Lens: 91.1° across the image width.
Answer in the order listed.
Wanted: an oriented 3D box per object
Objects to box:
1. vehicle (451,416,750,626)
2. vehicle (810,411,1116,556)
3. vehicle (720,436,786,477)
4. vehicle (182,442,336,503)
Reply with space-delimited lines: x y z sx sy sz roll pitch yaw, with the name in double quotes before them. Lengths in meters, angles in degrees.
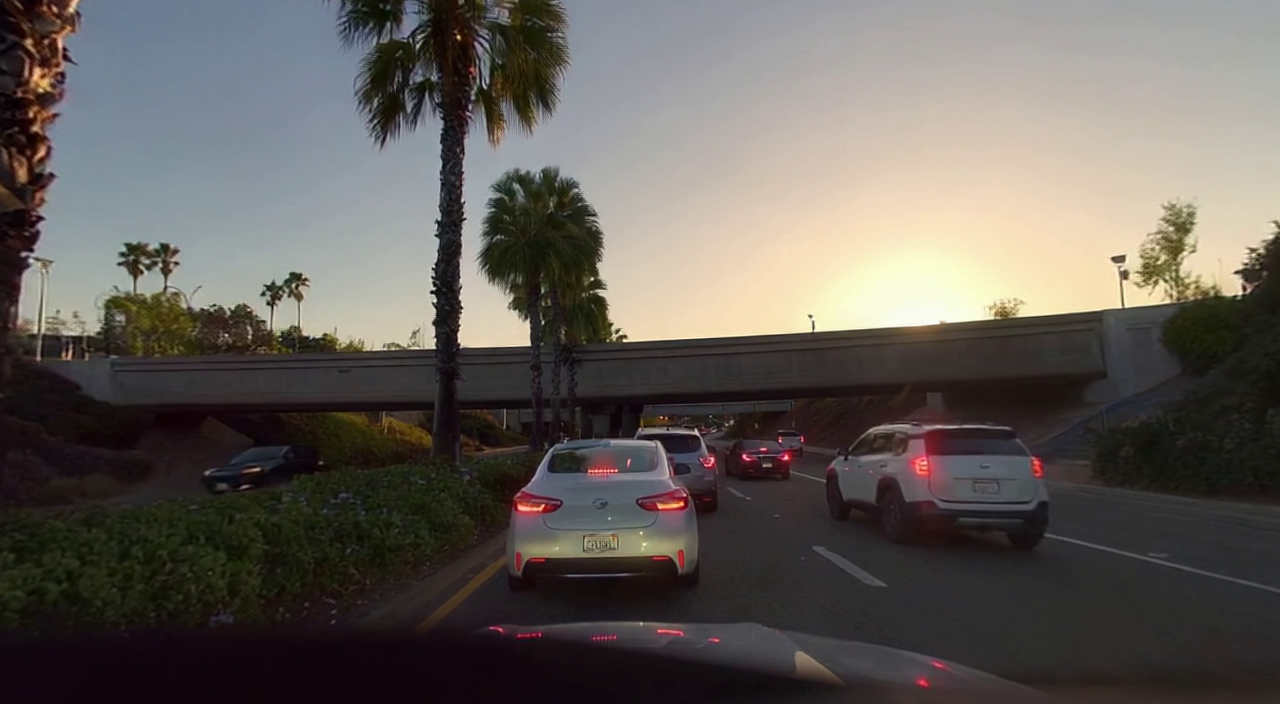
"vehicle" -0.235 1.531 6.646 2.172 1.506 4.018 0 -9 2
"vehicle" 4.277 1.837 9.505 2.149 1.609 4.807 0 -9 1
"vehicle" 4.619 4.353 26.398 2.034 1.517 4.840 0 -9 2
"vehicle" -11.784 3.714 19.874 2.084 1.704 4.485 0 -9 -1
